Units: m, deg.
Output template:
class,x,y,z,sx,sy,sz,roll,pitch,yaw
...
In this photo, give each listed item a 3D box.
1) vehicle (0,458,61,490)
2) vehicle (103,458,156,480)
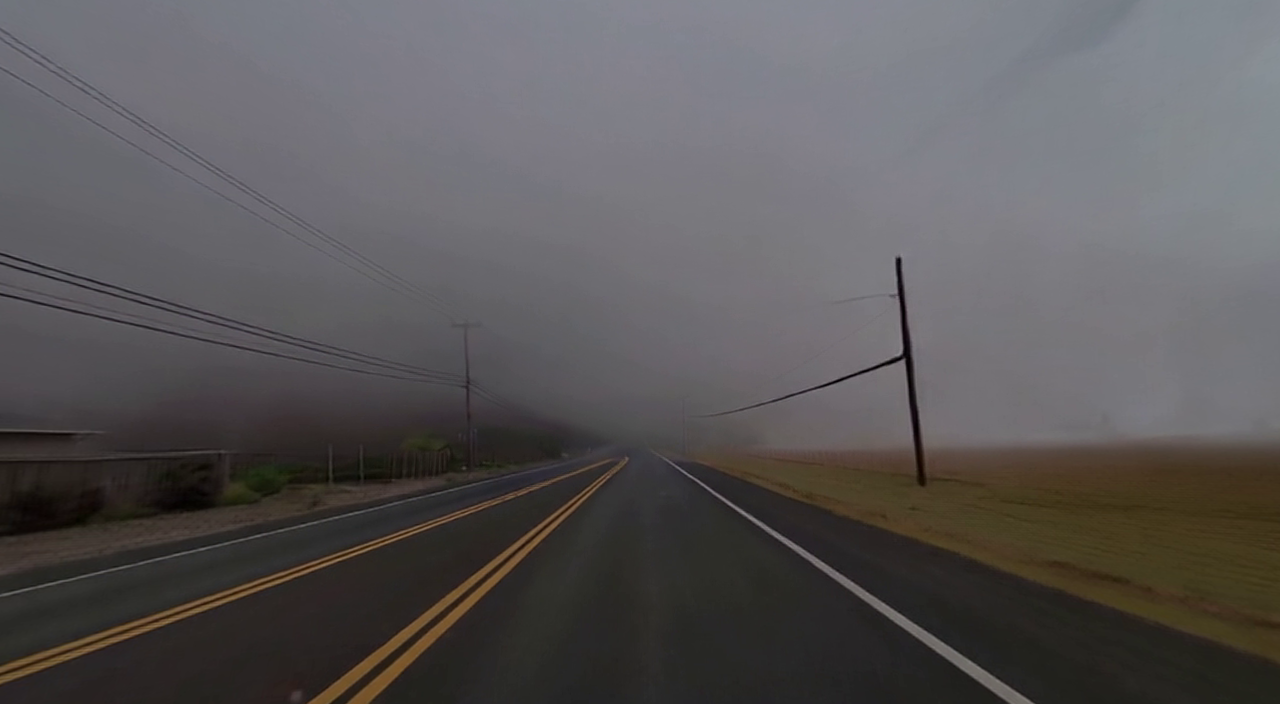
class,x,y,z,sx,sy,sz,roll,pitch,yaw
vehicle,-41.575,7.988,41.176,4.954,1.917,2.300,0,-8,3
vehicle,-40.553,9.278,49.962,1.674,1.438,3.745,-2,-8,-11
